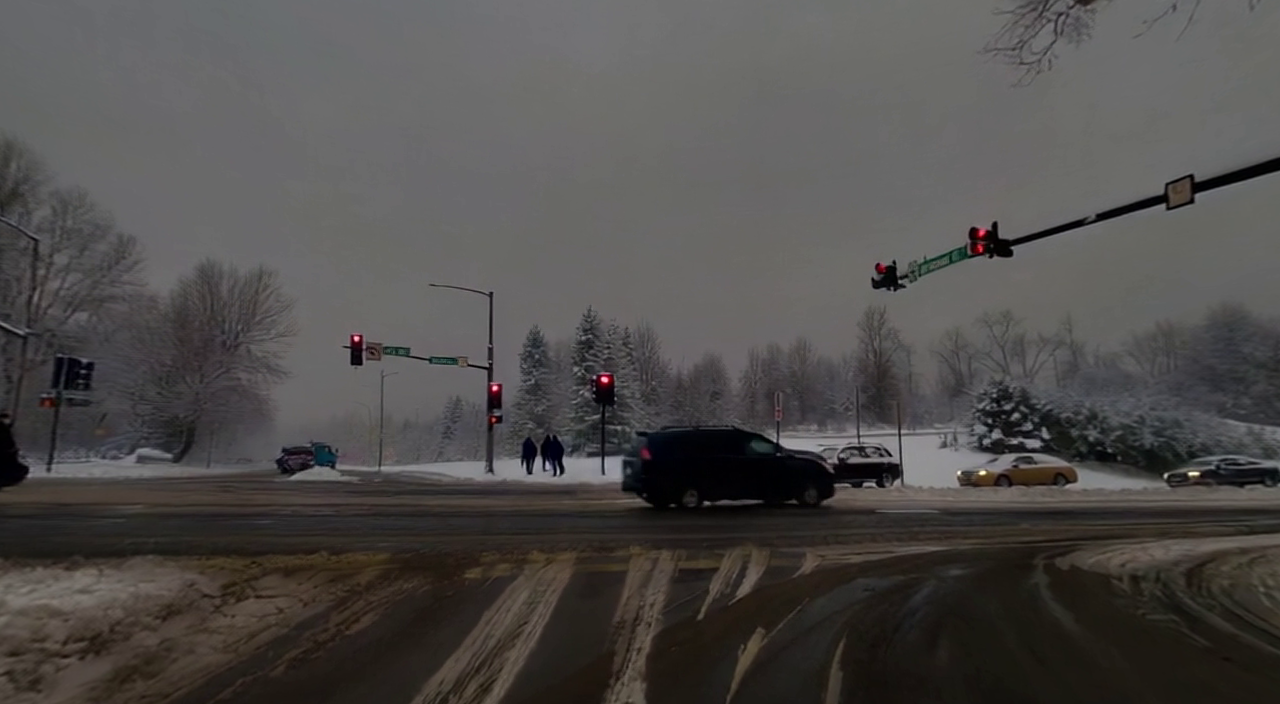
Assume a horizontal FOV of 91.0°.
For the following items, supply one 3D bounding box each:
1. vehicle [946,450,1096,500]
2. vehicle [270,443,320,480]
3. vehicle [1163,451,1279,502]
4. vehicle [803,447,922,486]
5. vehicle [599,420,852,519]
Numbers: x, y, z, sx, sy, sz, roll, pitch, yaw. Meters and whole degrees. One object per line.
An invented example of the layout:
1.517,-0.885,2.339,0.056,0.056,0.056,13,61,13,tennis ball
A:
14.062,4.494,23.362,4.356,1.498,1.957,-2,-8,-8,vehicle
-20.517,6.481,37.698,2.243,2.011,5.631,5,-10,-26,vehicle
23.410,4.854,24.757,4.322,1.522,1.795,-3,-9,-11,vehicle
9.661,4.970,27.497,4.537,1.608,1.827,2,-9,-10,vehicle
1.667,2.343,12.867,4.633,1.739,2.090,3,-9,-17,vehicle
